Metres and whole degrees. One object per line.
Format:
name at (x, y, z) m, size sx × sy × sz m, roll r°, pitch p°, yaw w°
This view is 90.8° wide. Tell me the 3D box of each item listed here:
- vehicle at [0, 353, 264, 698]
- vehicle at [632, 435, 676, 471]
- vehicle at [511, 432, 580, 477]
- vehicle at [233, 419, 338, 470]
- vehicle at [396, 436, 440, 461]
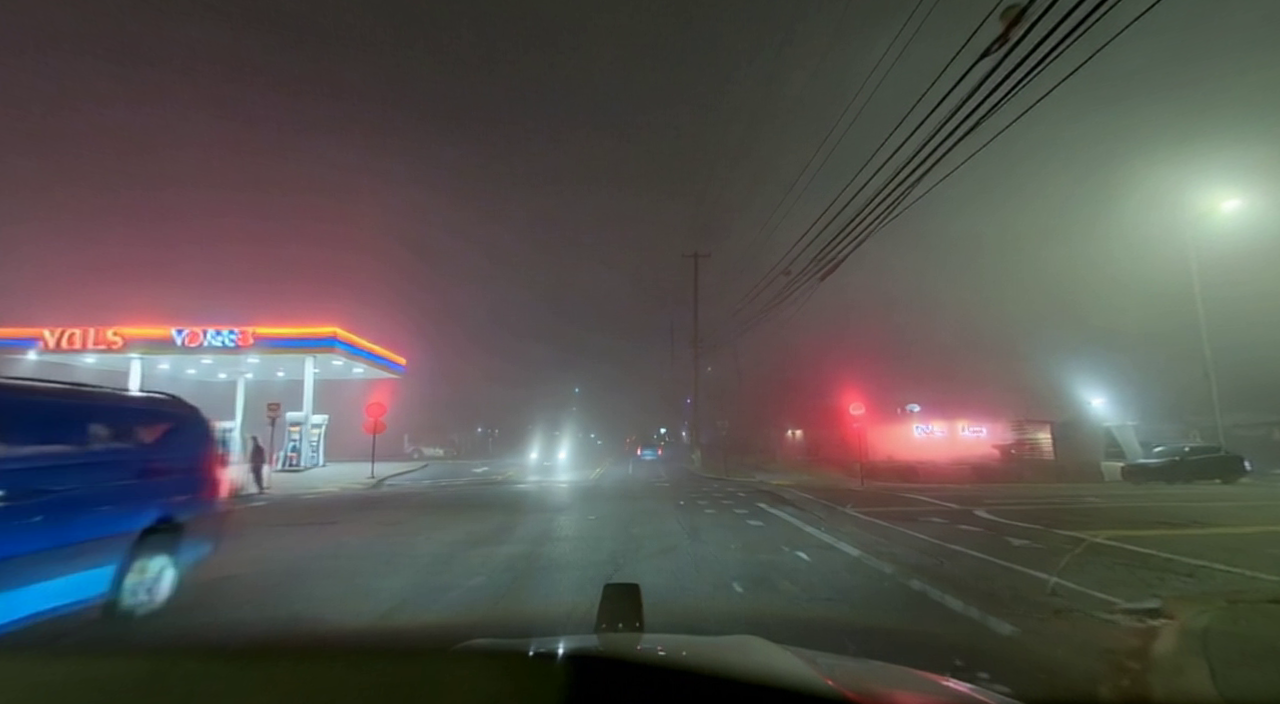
vehicle at (-4.758, 1.028, 3.858) m, size 2.222 × 1.931 × 4.882 m, roll 1°, pitch -9°, yaw -5°
vehicle at (0.607, 4.997, 31.342) m, size 2.000 × 1.663 × 4.271 m, roll 0°, pitch -9°, yaw -1°
vehicle at (-4.154, 4.633, 28.641) m, size 2.274 × 1.844 × 4.843 m, roll 0°, pitch -9°, yaw 1°
vehicle at (-17.361, 4.591, 31.323) m, size 2.499 × 2.309 × 4.613 m, roll 0°, pitch -9°, yaw -1°
vehicle at (-16.965, 7.401, 48.498) m, size 1.890 × 1.761 × 4.578 m, roll 0°, pitch -9°, yaw -3°
